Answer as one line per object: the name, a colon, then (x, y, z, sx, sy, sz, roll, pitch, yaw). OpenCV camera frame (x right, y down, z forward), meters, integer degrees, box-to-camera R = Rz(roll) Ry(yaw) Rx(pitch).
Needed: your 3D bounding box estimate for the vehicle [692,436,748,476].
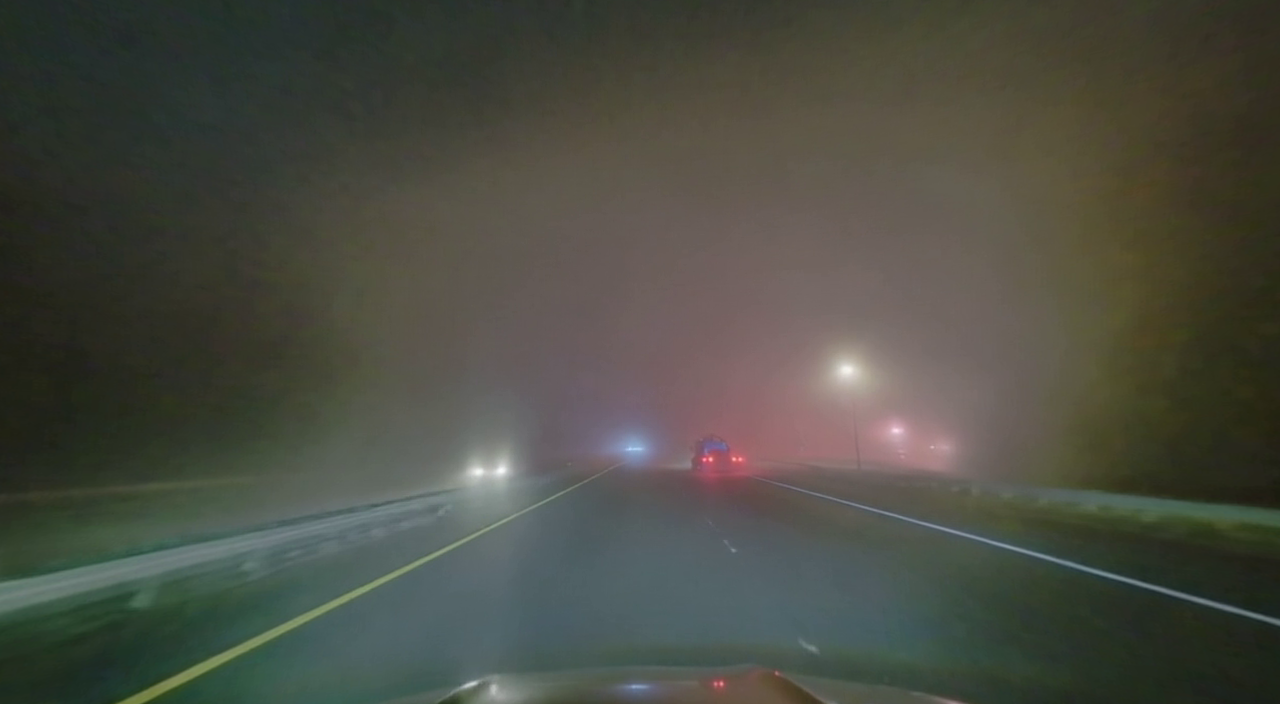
vehicle: (4.345, 5.793, 35.315, 2.309, 2.003, 5.139, 0, -9, -2)

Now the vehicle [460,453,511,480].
vehicle: (-9.330, 6.926, 38.519, 1.898, 1.480, 4.694, 0, -9, 0)
